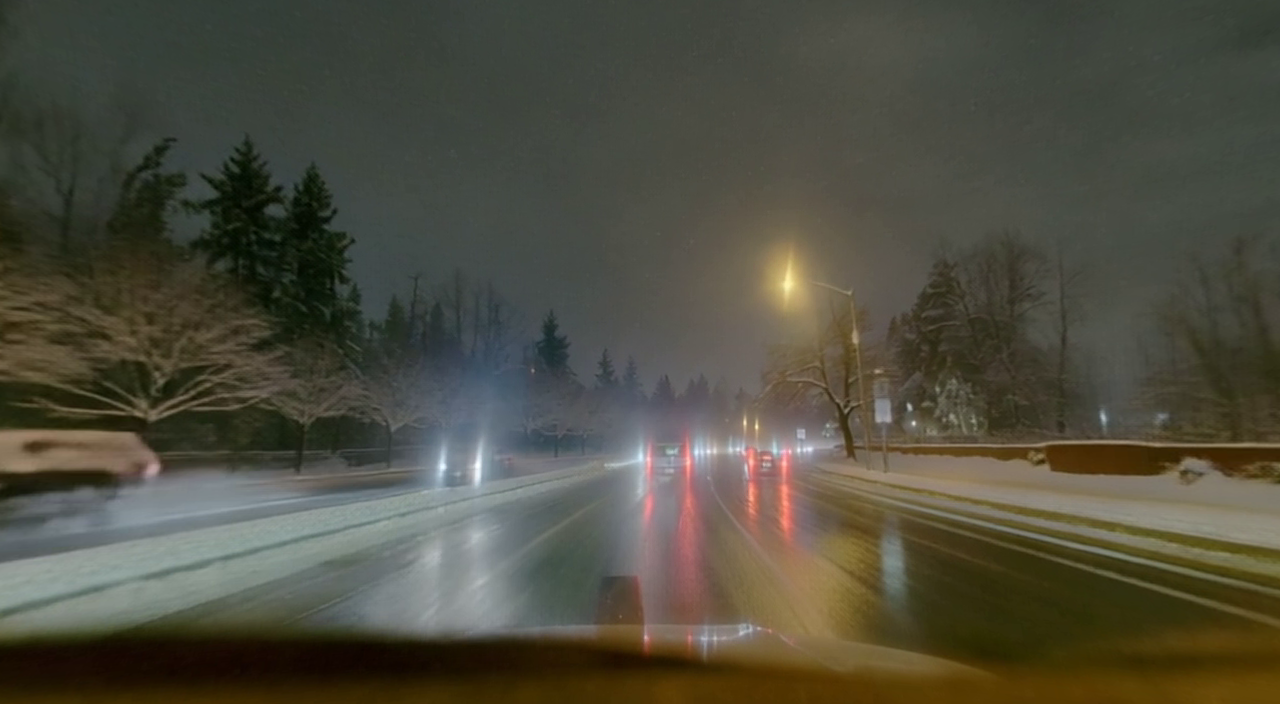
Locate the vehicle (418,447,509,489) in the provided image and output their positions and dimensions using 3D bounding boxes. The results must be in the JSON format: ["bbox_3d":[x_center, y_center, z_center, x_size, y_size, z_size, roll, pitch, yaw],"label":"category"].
[{"bbox_3d":[-6.785,4.484,24.889,1.933,1.472,4.482,-1,-9,6],"label":"vehicle"}]

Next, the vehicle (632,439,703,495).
[{"bbox_3d":[1.041,3.868,21.620,2.105,1.676,4.541,-1,-9,6],"label":"vehicle"}]

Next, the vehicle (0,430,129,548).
[{"bbox_3d":[-10.805,2.075,9.502,2.329,1.757,4.464,-1,-8,2],"label":"vehicle"}]

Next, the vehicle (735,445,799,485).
[{"bbox_3d":[5.089,4.560,25.901,2.147,1.474,4.083,-1,-8,5],"label":"vehicle"}]
